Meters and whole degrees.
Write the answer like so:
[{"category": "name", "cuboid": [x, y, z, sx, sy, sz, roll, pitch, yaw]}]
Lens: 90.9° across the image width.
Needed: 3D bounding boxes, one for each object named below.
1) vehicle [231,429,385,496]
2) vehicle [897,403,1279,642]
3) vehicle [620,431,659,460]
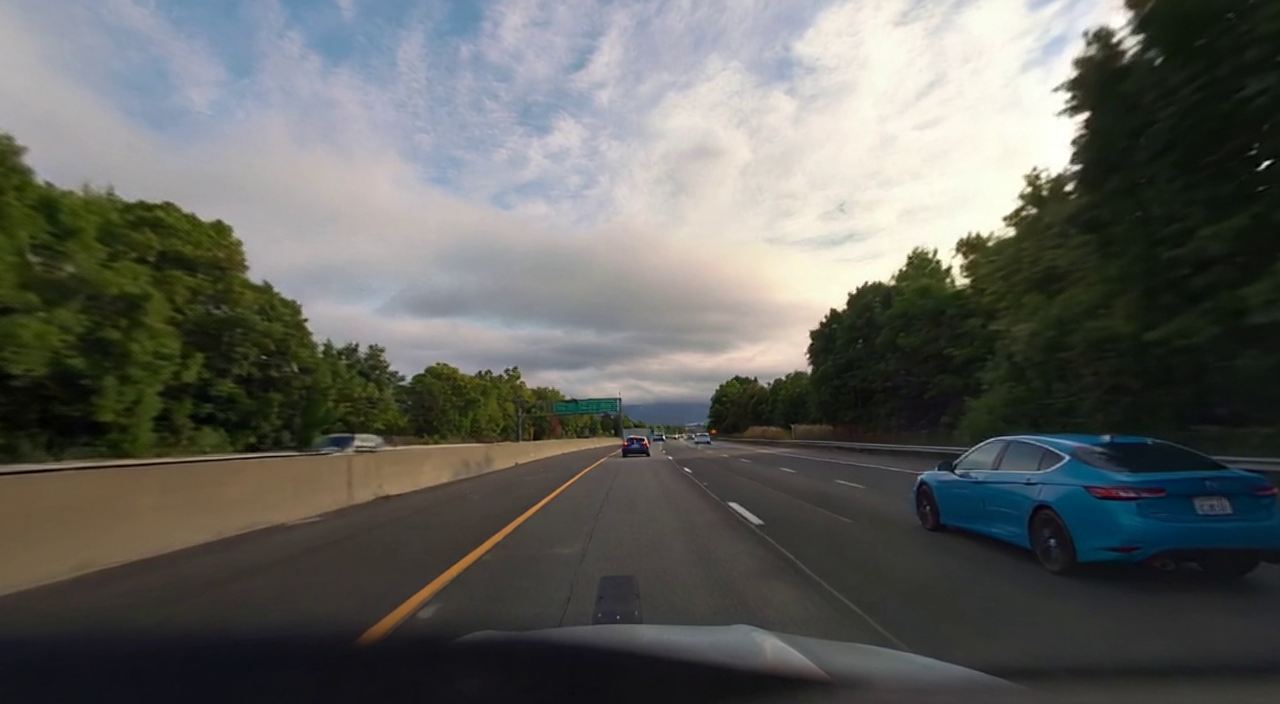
[{"category": "vehicle", "cuboid": [-9.506, 3.172, 18.609, 2.128, 1.691, 4.589, 0, -8, -1]}, {"category": "vehicle", "cuboid": [4.521, 1.368, 6.213, 1.981, 1.467, 4.459, 0, -8, -2]}, {"category": "vehicle", "cuboid": [-0.027, 5.199, 35.110, 2.046, 1.526, 3.903, 0, -8, 0]}]
